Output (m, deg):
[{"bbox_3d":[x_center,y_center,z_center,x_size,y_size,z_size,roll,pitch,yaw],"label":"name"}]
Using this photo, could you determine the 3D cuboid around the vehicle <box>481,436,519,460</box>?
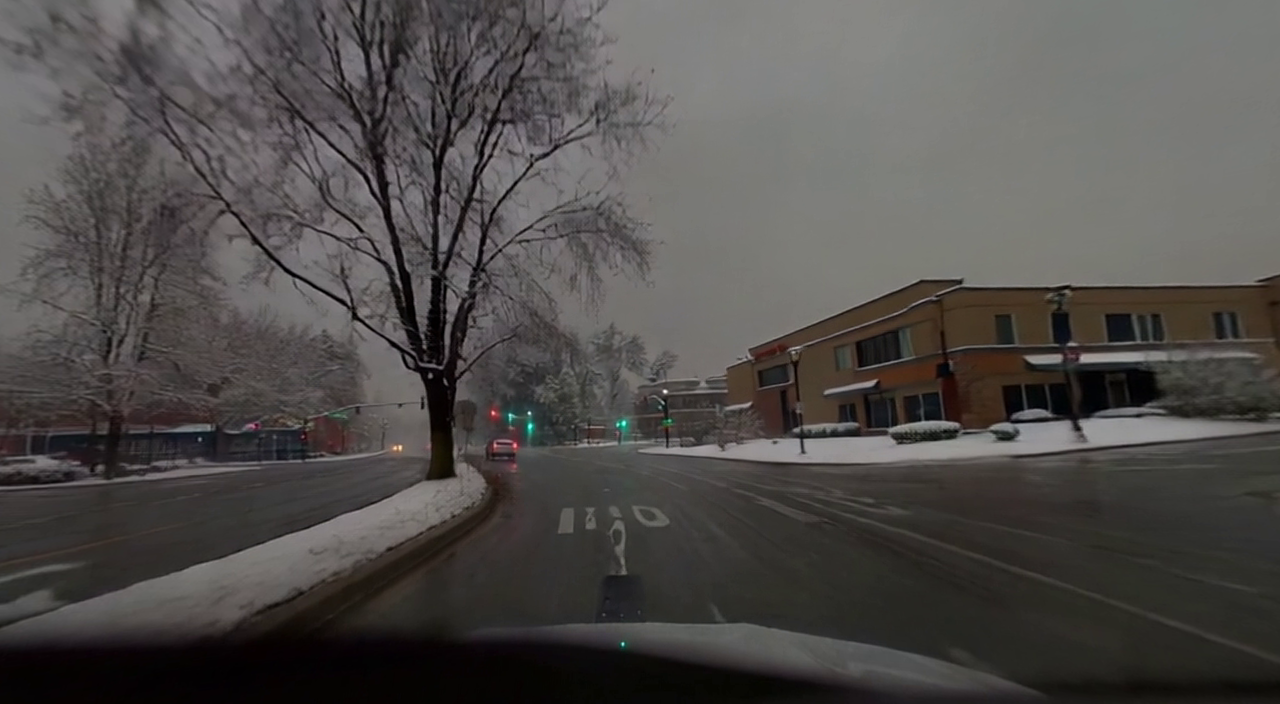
[{"bbox_3d":[-9.290,6.335,41.521,2.018,1.512,4.304,2,-9,-17],"label":"vehicle"}]
